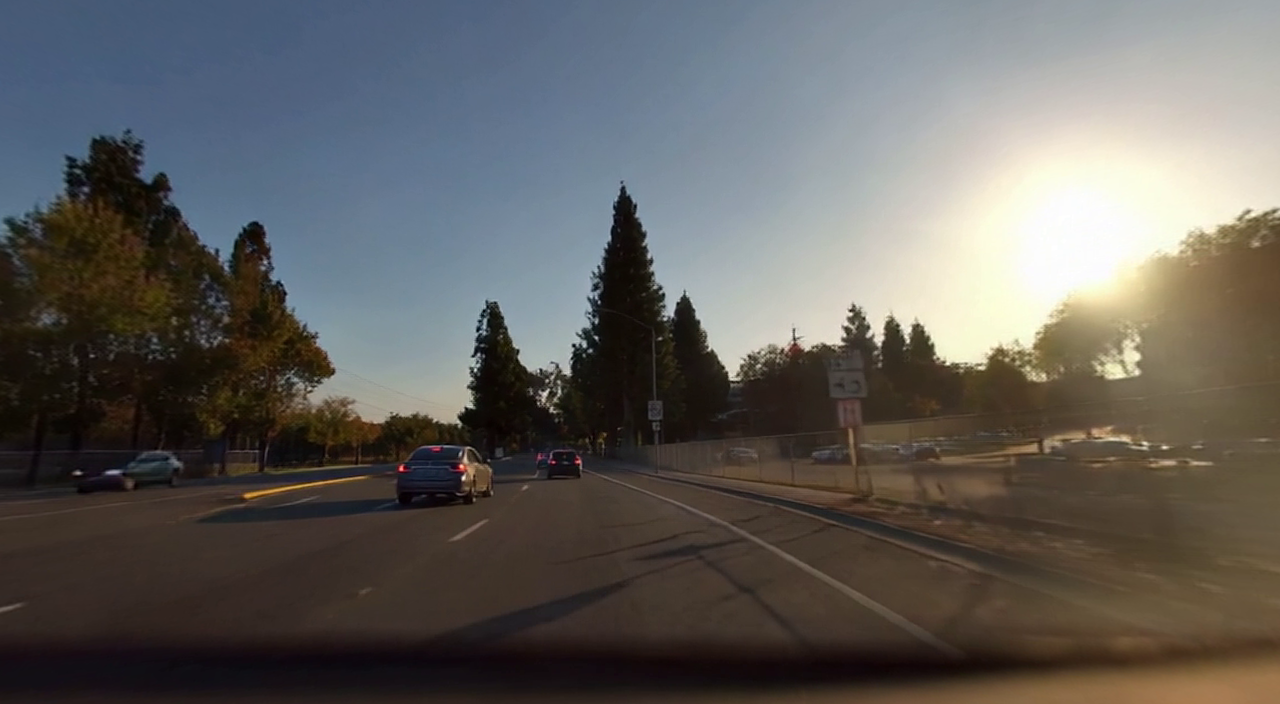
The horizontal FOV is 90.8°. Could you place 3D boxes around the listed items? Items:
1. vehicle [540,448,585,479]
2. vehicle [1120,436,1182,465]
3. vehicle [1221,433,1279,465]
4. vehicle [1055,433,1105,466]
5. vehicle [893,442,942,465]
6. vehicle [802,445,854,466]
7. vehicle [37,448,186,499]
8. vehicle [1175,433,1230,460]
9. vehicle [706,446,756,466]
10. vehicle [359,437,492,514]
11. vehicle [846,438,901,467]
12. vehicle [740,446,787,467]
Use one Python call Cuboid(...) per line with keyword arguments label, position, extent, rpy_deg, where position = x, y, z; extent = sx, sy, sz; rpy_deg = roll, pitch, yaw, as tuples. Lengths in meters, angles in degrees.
Cuboid(label="vehicle", position=(-3.980, 5.675, 32.469), extent=(2.147, 1.474, 4.083), rpy_deg=(1, -9, -7))
Cuboid(label="vehicle", position=(27.462, 5.310, 34.083), extent=(1.863, 1.456, 4.250), rpy_deg=(-5, -10, 29))
Cuboid(label="vehicle", position=(30.756, 4.822, 31.499), extent=(2.027, 1.455, 3.838), rpy_deg=(-6, -10, 34))
Cuboid(label="vehicle", position=(25.140, 5.574, 36.233), extent=(1.942, 1.726, 5.194), rpy_deg=(-8, -11, 32))
Cuboid(label="vehicle", position=(18.303, 6.680, 41.587), extent=(1.934, 1.423, 4.008), rpy_deg=(-7, -11, 37))
Cuboid(label="vehicle", position=(13.381, 7.295, 44.837), extent=(2.048, 1.392, 4.562), rpy_deg=(-7, -11, 36))
Cuboid(label="vehicle", position=(-21.226, 4.845, 25.723), extent=(2.214, 1.844, 4.822), rpy_deg=(1, -9, -6))
Cuboid(label="vehicle", position=(38.534, 6.515, 43.406), extent=(2.050, 1.746, 4.527), rpy_deg=(-5, -11, 33))
Cuboid(label="vehicle", position=(7.234, 8.197, 49.954), extent=(2.041, 1.459, 4.830), rpy_deg=(-6, -10, 33))
Cuboid(label="vehicle", position=(-5.280, 3.083, 16.309), extent=(2.105, 1.676, 4.541), rpy_deg=(0, -9, -4))
Cuboid(label="vehicle", position=(16.113, 6.892, 43.448), extent=(2.062, 1.703, 4.661), rpy_deg=(-11, -12, 36))
Cuboid(label="vehicle", position=(9.325, 7.836, 47.592), extent=(2.131, 1.437, 4.325), rpy_deg=(-5, -10, 29))
